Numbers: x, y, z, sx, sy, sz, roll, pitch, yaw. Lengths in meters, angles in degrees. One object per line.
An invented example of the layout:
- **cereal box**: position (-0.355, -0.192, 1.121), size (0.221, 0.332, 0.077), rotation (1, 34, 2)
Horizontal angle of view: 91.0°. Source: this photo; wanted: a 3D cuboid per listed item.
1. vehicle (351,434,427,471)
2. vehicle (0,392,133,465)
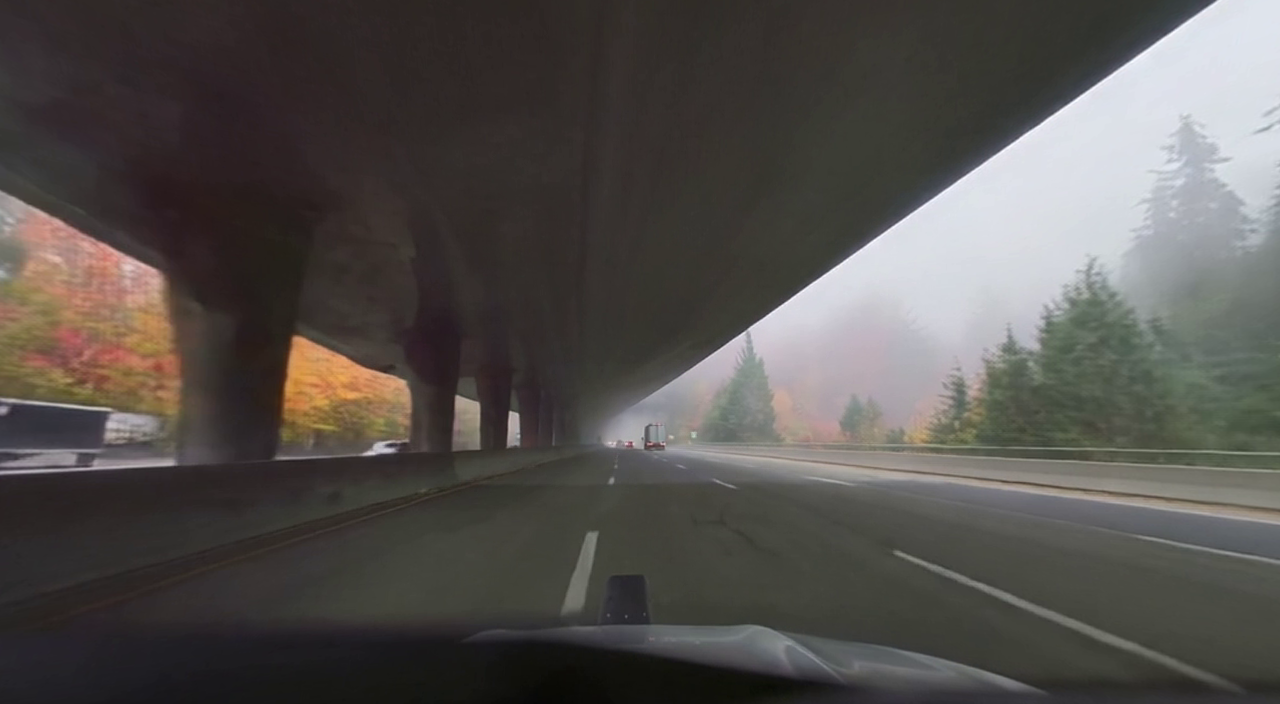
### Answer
- **vehicle**: position (-19.675, 7.925, 49.954), size (2.774, 2.605, 8.096), rotation (0, -8, -1)
- **vehicle**: position (-36.229, 4.406, 35.572), size (2.871, 3.899, 16.049), rotation (-1, -9, -4)
